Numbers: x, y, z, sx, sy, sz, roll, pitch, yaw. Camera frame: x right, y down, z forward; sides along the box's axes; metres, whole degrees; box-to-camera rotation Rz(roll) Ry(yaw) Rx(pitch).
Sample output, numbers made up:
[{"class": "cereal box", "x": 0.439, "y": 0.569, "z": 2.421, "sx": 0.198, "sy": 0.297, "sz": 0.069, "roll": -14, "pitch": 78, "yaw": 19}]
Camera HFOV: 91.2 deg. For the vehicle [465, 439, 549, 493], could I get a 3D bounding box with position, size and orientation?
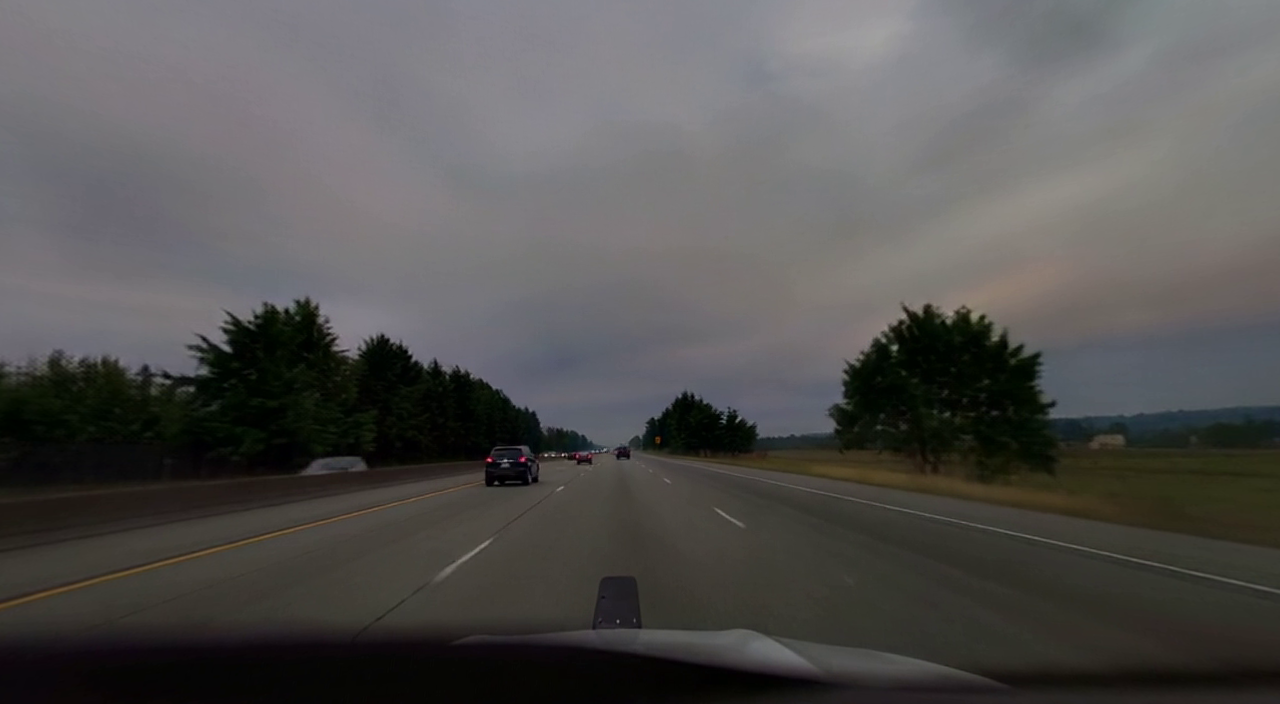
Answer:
[{"class": "vehicle", "x": -4.620, "y": 4.015, "z": 22.436, "sx": 2.151, "sy": 1.693, "sz": 4.201, "roll": 0, "pitch": -9, "yaw": -1}]
